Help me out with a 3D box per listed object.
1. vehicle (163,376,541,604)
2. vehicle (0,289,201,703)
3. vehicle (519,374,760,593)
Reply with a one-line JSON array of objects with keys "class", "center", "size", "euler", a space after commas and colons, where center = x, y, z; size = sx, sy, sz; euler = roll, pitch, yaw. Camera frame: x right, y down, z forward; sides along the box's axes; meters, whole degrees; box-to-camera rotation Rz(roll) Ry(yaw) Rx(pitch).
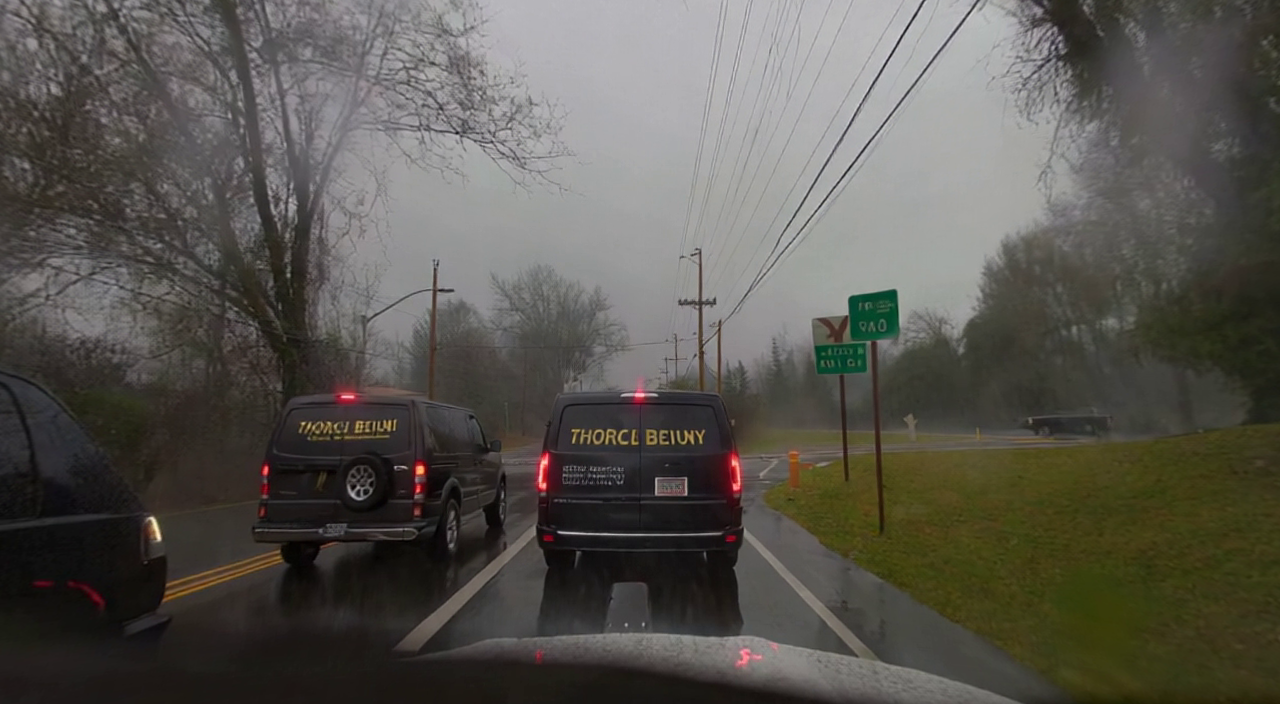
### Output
[{"class": "vehicle", "center": [-2.757, 1.480, 7.619], "size": [2.109, 1.851, 4.749], "euler": [-1, -8, 3]}, {"class": "vehicle", "center": [-3.100, 0.464, 0.241], "size": [2.160, 1.796, 4.997], "euler": [0, -8, 1]}, {"class": "vehicle", "center": [0.108, 1.458, 7.691], "size": [2.117, 1.911, 4.095], "euler": [-1, -8, 3]}]
